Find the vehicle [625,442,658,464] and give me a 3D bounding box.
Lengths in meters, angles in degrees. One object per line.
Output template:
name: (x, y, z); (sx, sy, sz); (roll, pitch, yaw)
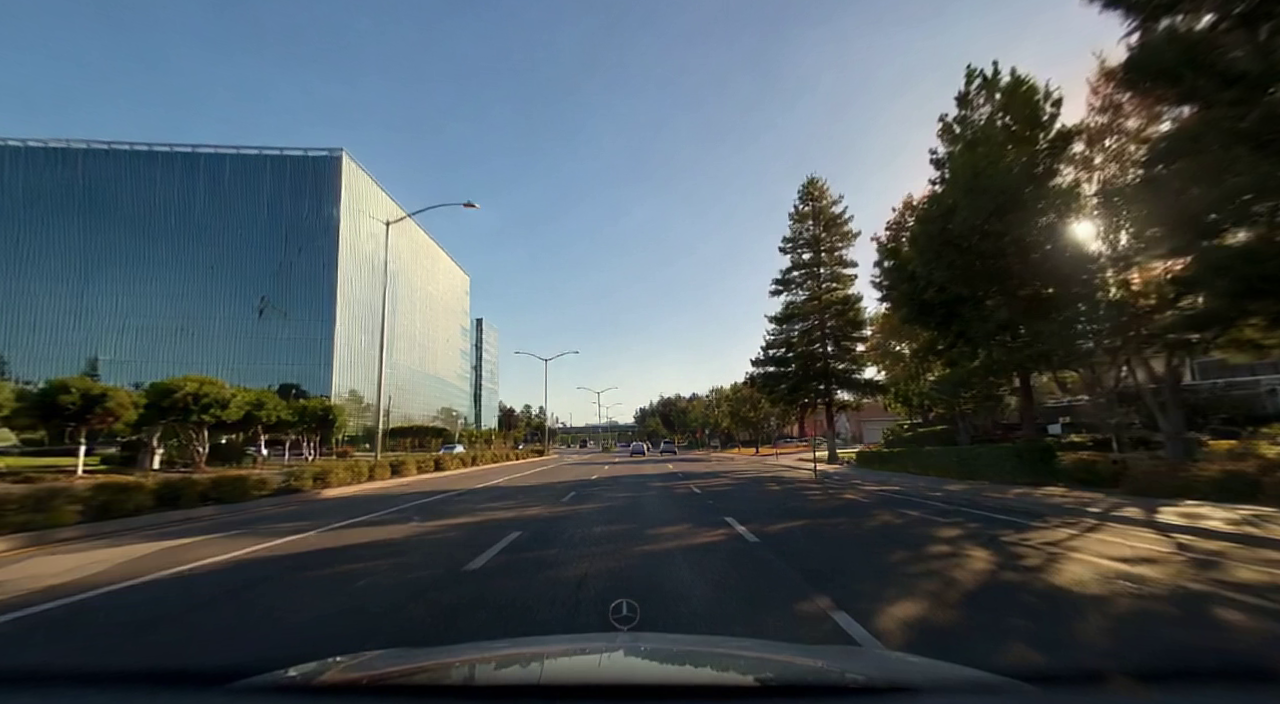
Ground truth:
vehicle: (0.068, 6.808, 42.740); (2.080, 1.445, 4.096); (0, -8, -1)
